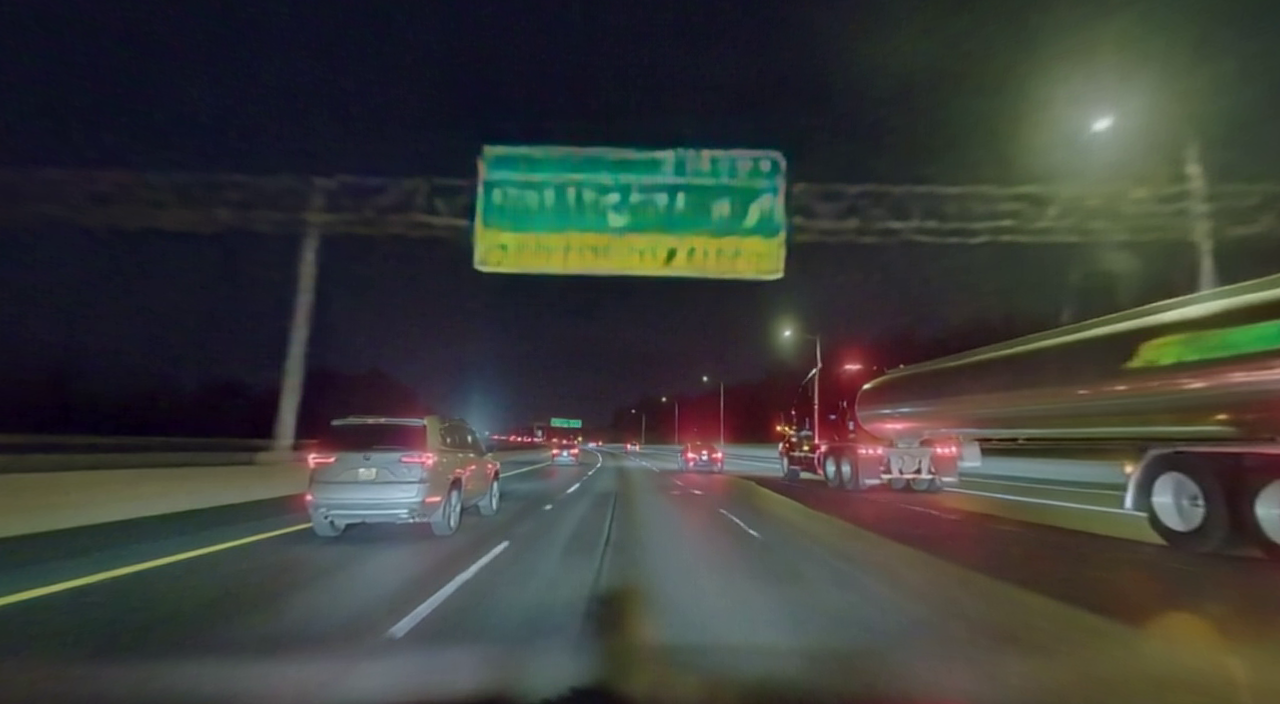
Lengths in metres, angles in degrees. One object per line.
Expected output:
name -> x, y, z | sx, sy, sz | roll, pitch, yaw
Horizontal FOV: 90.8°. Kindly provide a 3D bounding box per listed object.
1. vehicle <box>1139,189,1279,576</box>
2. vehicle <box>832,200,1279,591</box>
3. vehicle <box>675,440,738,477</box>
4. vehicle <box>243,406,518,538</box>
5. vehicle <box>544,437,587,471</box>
vehicle -> 7.693, -0.263, 2.196 | 3.554, 3.573, 10.307 | 0, -8, 1
vehicle -> 7.534, 1.217, 12.094 | 3.548, 3.827, 11.870 | 0, -8, -2
vehicle -> 2.828, 4.654, 27.859 | 2.053, 1.510, 4.400 | 0, -8, -3
vehicle -> -4.219, 2.119, 11.839 | 2.684, 1.839, 5.803 | 0, -8, 0
vehicle -> -4.329, 5.998, 37.375 | 2.149, 1.843, 4.348 | 0, -8, -2
